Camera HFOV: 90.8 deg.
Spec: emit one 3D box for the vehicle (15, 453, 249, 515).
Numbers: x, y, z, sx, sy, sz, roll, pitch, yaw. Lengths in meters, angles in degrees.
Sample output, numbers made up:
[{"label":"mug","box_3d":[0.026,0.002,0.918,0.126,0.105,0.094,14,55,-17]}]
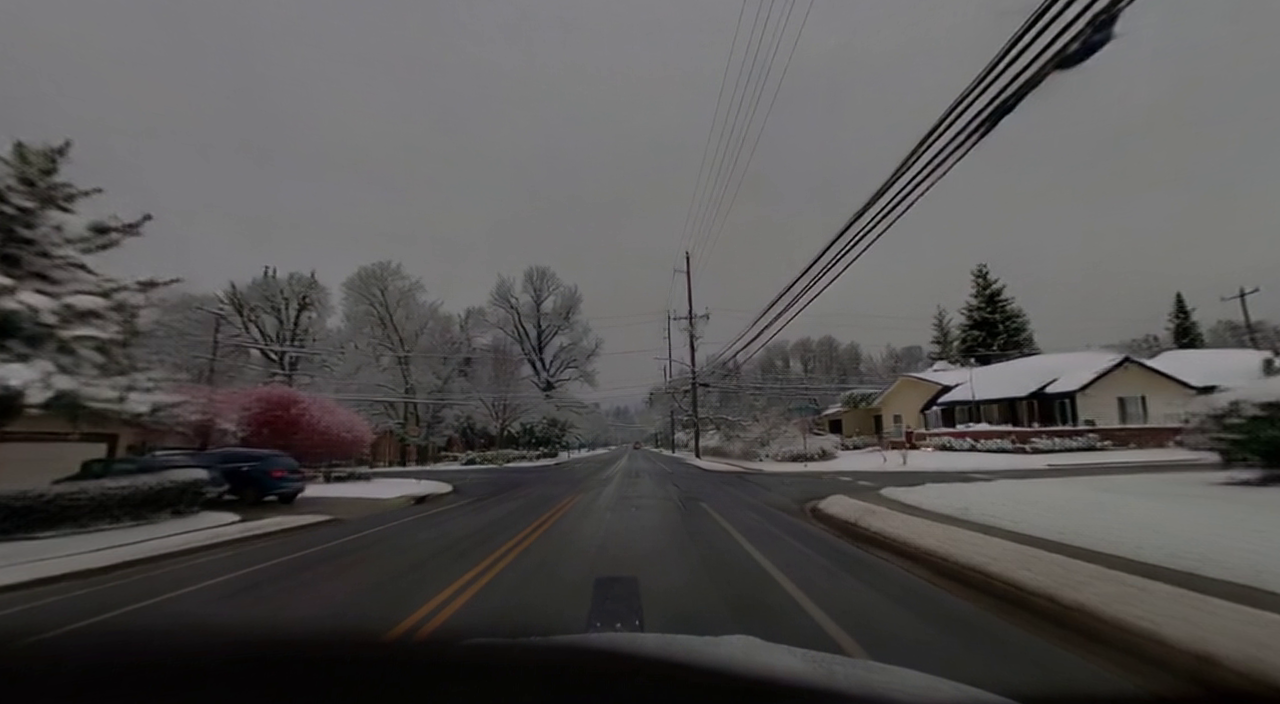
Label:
[{"label":"vehicle","box_3d":[-14.095,3.657,17.833,4.554,1.535,2.261,0,-8,-4]}]
